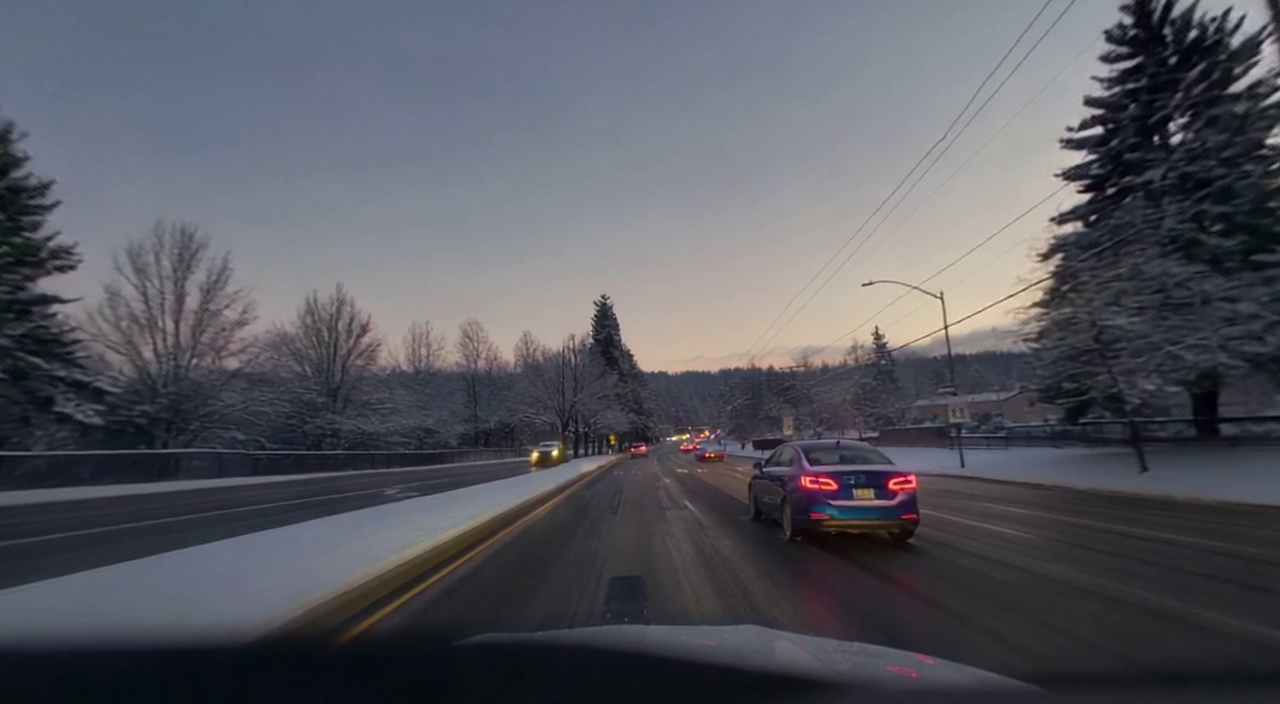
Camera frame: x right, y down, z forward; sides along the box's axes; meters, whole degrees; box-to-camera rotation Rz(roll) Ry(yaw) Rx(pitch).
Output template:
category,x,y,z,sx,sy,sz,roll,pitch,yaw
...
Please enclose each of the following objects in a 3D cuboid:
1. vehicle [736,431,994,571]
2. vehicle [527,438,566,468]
category,x,y,z,sx,sy,sz,roll,pitch,yaw
vehicle,2.763,1.928,8.988,2.063,1.481,4.247,0,-8,-1
vehicle,-6.367,6.940,43.470,1.983,1.882,4.281,0,-8,0
